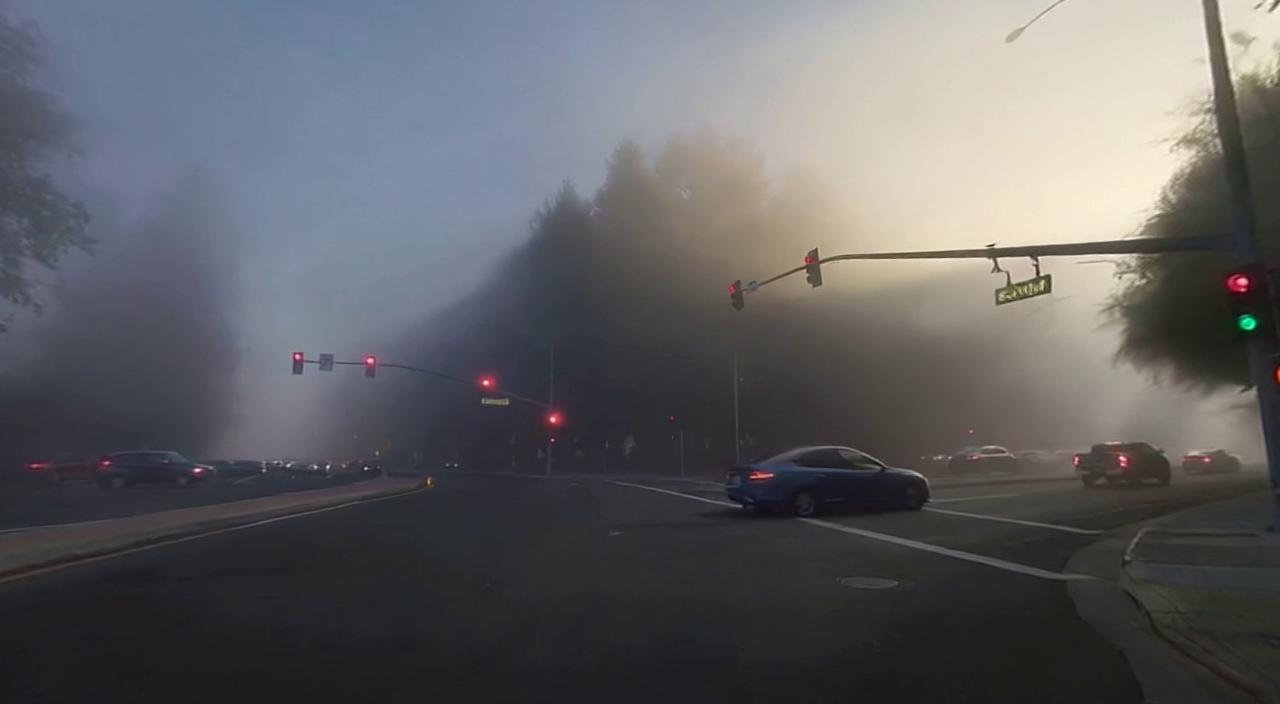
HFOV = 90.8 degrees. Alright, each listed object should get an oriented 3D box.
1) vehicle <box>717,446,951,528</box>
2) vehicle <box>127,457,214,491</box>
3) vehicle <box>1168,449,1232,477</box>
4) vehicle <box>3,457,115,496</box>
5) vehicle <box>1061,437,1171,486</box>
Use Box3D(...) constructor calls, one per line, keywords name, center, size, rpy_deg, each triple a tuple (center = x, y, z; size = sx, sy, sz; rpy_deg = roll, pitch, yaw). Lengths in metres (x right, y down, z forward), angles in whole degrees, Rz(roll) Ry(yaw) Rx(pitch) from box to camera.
Box3D(name="vehicle", center=(4.217, 2.793, 13.654), size=(4.702, 1.468, 1.999), rpy_deg=(4, -10, -27))
Box3D(name="vehicle", center=(-25.068, 6.504, 33.974), size=(2.020, 1.615, 4.656), rpy_deg=(2, -9, -14))
Box3D(name="vehicle", center=(32.217, 6.329, 36.289), size=(4.728, 1.471, 1.957), rpy_deg=(7, -11, -40))
Box3D(name="vehicle", center=(-28.317, 6.044, 31.017), size=(2.081, 1.670, 4.376), rpy_deg=(2, -9, -14))
Box3D(name="vehicle", center=(21.357, 4.825, 28.239), size=(5.896, 1.937, 2.358), rpy_deg=(7, -11, -38))
